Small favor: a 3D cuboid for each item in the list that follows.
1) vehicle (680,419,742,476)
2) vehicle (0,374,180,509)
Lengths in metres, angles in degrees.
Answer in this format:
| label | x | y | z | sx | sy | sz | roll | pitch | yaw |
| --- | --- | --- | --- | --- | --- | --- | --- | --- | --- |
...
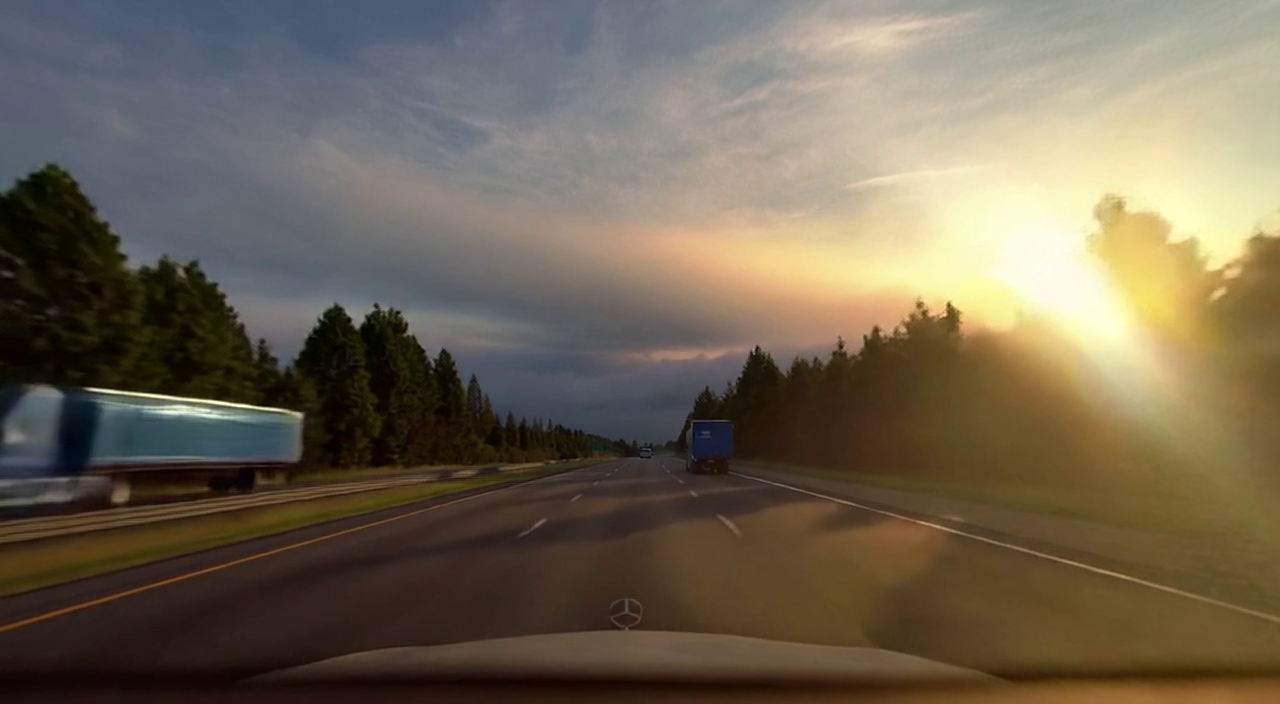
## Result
| label | x | y | z | sx | sy | sz | roll | pitch | yaw |
| --- | --- | --- | --- | --- | --- | --- | --- | --- | --- |
| vehicle | 3.712 | 5.221 | 34.439 | 2.572 | 2.795 | 5.978 | 0 | -9 | -1 |
| vehicle | -18.573 | 2.885 | 20.141 | 3.021 | 3.652 | 5.902 | 0 | -9 | 0 |
